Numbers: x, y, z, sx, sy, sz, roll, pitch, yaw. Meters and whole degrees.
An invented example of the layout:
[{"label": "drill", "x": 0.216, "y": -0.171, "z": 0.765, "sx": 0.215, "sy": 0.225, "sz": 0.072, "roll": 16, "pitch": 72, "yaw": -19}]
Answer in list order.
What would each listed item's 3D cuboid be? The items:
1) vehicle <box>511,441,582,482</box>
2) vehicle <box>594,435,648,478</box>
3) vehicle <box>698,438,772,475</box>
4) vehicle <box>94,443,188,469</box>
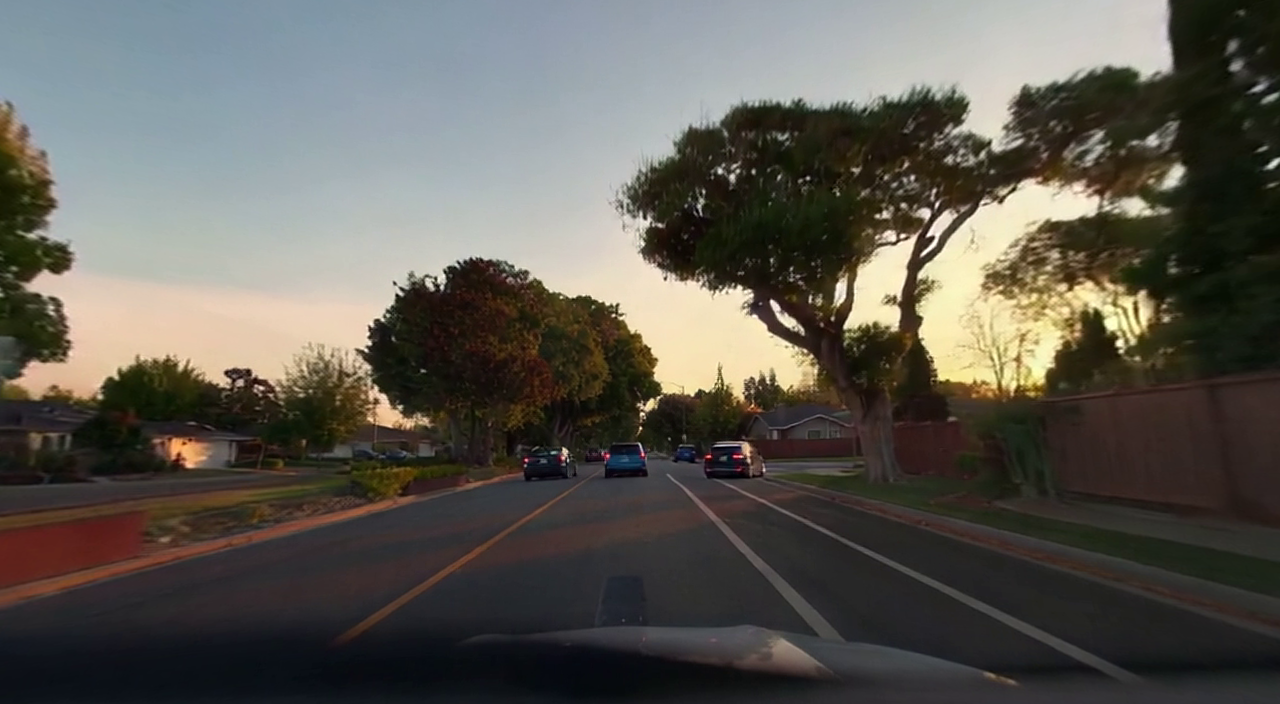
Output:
[{"label": "vehicle", "x": -3.532, "y": 4.226, "z": 24.541, "sx": 2.032, "sy": 1.433, "sz": 4.458, "roll": 0, "pitch": -8, "yaw": 1}, {"label": "vehicle", "x": -0.774, "y": 4.620, "z": 27.924, "sx": 2.220, "sy": 1.742, "sz": 4.047, "roll": 0, "pitch": -8, "yaw": 1}, {"label": "vehicle", "x": 4.822, "y": 5.176, "z": 31.323, "sx": 2.192, "sy": 1.677, "sz": 4.820, "roll": -4, "pitch": -9, "yaw": 26}, {"label": "vehicle", "x": -33.468, "y": 6.961, "z": 42.196, "sx": 4.600, "sy": 1.698, "sz": 1.993, "roll": 0, "pitch": -8, "yaw": 3}]
